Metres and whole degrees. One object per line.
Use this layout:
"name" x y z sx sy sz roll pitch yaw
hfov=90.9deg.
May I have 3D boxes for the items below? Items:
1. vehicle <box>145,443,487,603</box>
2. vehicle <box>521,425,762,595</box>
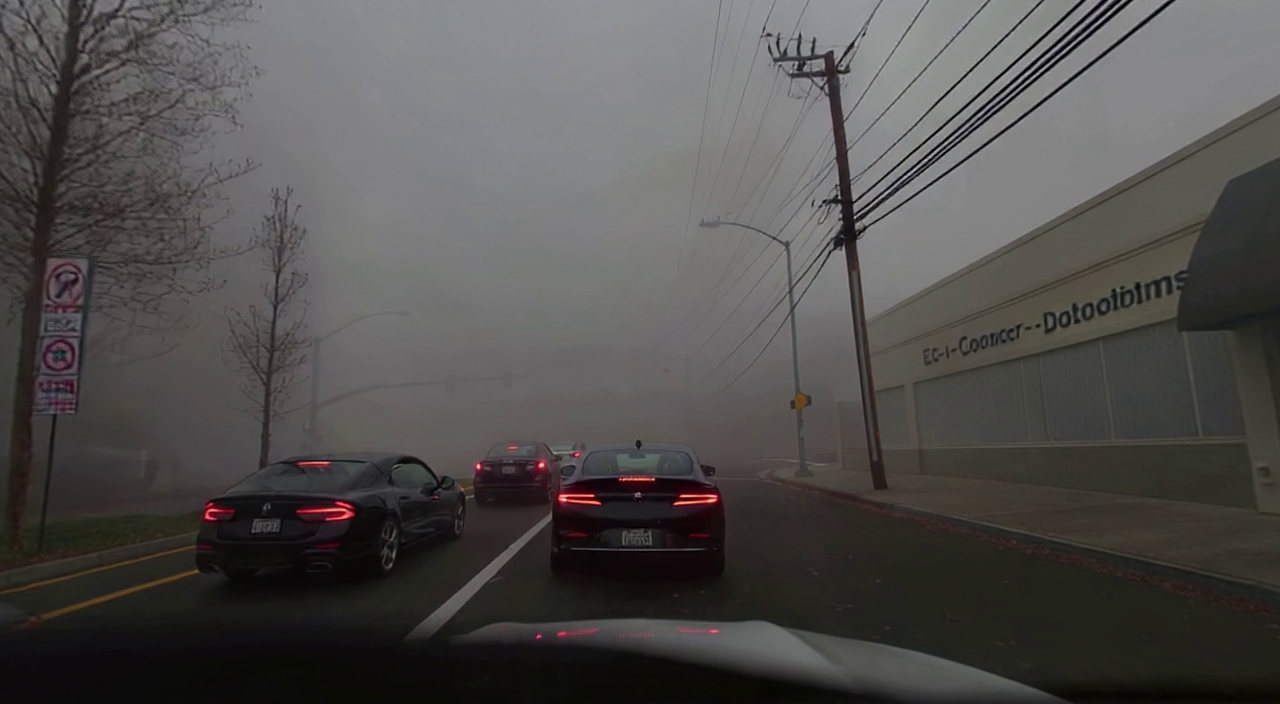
"vehicle" -3.222 1.744 7.352 1.765 1.319 4.013 0 -9 2
"vehicle" 0.001 1.681 7.547 2.101 1.469 3.955 0 -9 0
